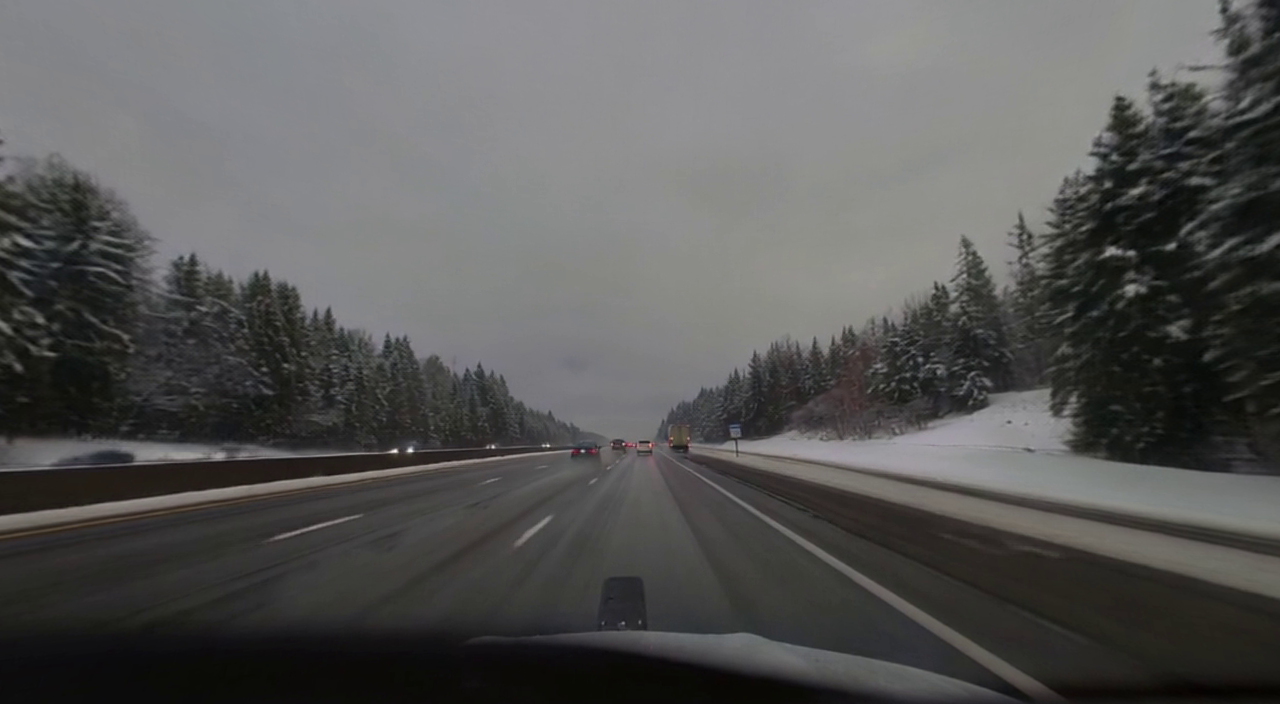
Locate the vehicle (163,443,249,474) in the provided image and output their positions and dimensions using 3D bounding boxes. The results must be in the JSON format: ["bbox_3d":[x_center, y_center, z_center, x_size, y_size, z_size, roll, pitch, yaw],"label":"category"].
[{"bbox_3d":[-25.398,6.234,37.112,1.883,1.678,4.440,0,-9,0],"label":"vehicle"}]

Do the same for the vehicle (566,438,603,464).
[{"bbox_3d":[-3.518,6.362,40.662,2.025,1.571,3.662,-1,-9,1],"label":"vehicle"}]

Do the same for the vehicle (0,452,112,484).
[{"bbox_3d":[-29.498,5.788,31.828,1.846,1.449,4.468,0,-9,0],"label":"vehicle"}]
